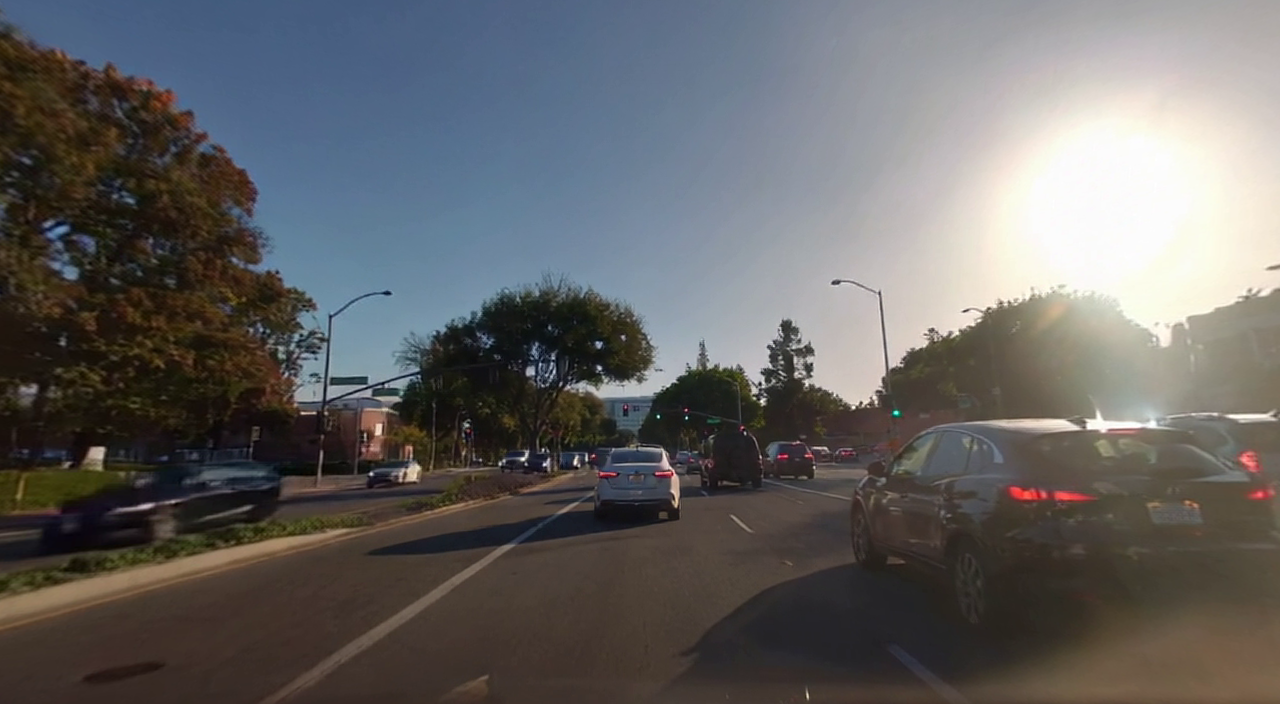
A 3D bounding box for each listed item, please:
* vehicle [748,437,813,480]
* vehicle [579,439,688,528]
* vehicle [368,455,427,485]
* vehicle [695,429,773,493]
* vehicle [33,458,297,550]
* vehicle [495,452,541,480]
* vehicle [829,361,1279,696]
[{"bbox_3d":[7.951,6.092,36.130,2.627,2.252,5.236,0,-9,1],"label":"vehicle"},{"bbox_3d":[-0.078,2.854,14.213,2.111,1.676,4.018,0,-9,1],"label":"vehicle"},{"bbox_3d":[-15.442,7.504,40.199,1.968,1.675,4.382,0,-9,1],"label":"vehicle"},{"bbox_3d":[3.902,4.668,27.311,2.516,2.481,5.766,0,-9,0],"label":"vehicle"},{"bbox_3d":[-9.374,2.976,13.026,1.933,1.469,4.516,0,-9,0],"label":"vehicle"},{"bbox_3d":[-8.325,7.786,43.286,2.133,1.771,4.611,0,-9,2],"label":"vehicle"},{"bbox_3d":[3.453,1.356,5.977,1.982,1.960,4.427,0,-9,1],"label":"vehicle"}]
